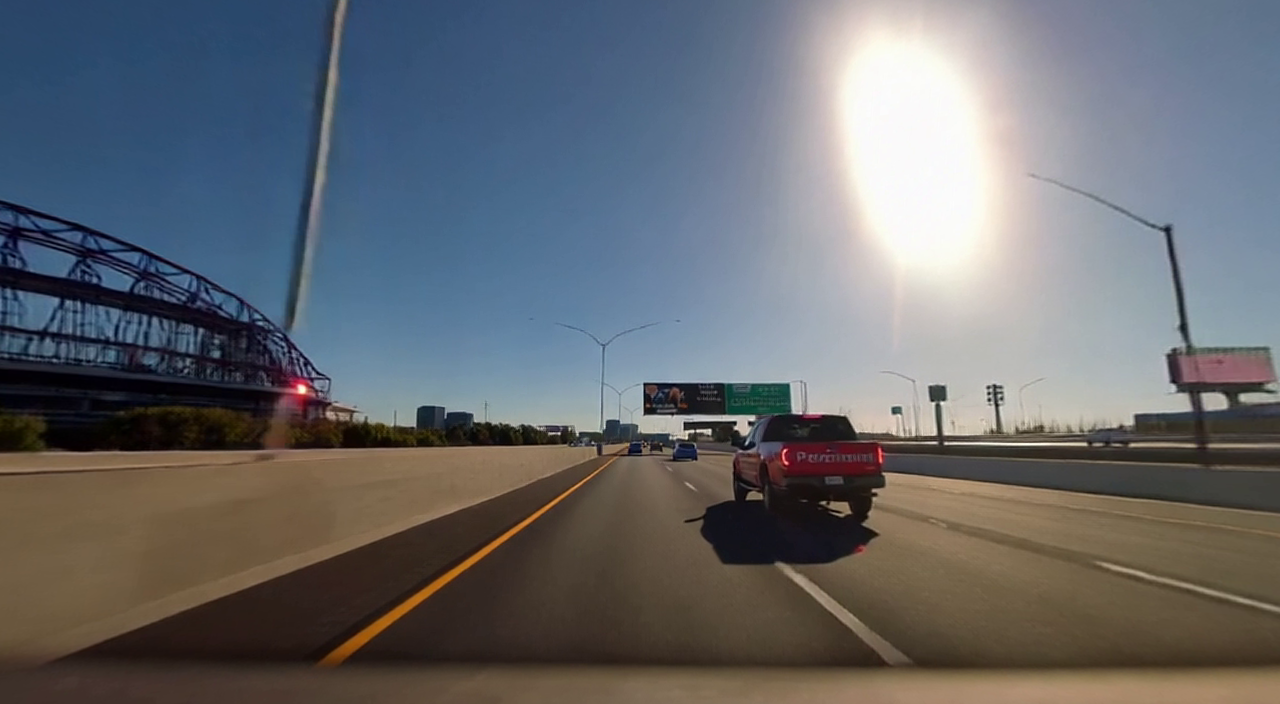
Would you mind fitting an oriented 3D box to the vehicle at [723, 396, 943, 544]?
[{"bbox_3d":[2.964,1.981,11.162,2.199,2.002,4.970,0,-9,-1],"label":"vehicle"}]

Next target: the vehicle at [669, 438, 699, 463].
[{"bbox_3d":[3.237,7.339,47.243,1.973,1.774,4.092,0,-9,0],"label":"vehicle"}]
